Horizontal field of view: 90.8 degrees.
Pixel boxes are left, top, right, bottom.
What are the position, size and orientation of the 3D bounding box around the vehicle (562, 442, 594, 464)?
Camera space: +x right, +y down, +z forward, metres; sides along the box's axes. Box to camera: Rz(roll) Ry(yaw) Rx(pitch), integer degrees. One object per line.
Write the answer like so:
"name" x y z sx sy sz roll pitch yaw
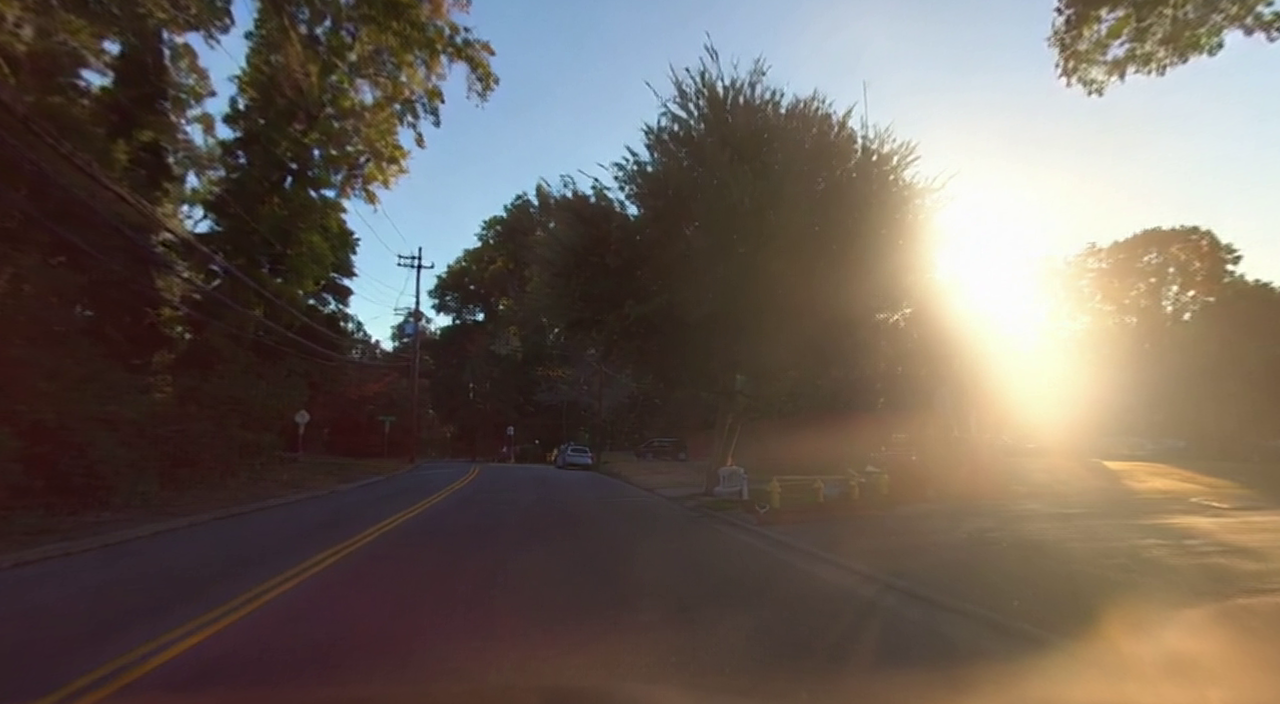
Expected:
"vehicle" -4.488 7.236 45.246 1.941 1.460 4.206 1 -9 -10
